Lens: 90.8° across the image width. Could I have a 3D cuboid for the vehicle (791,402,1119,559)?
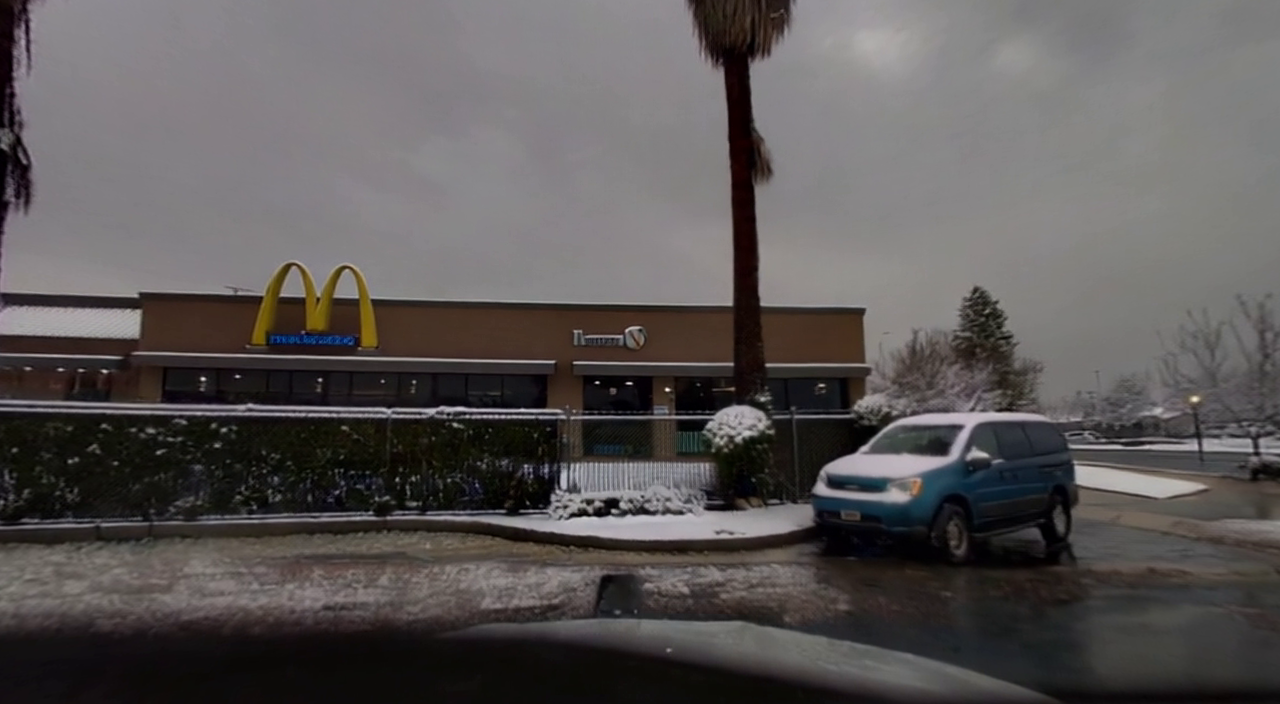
[{"bbox_3d":[4.624,1.732,9.278,4.365,1.791,2.073,4,-8,-28],"label":"vehicle"}]
